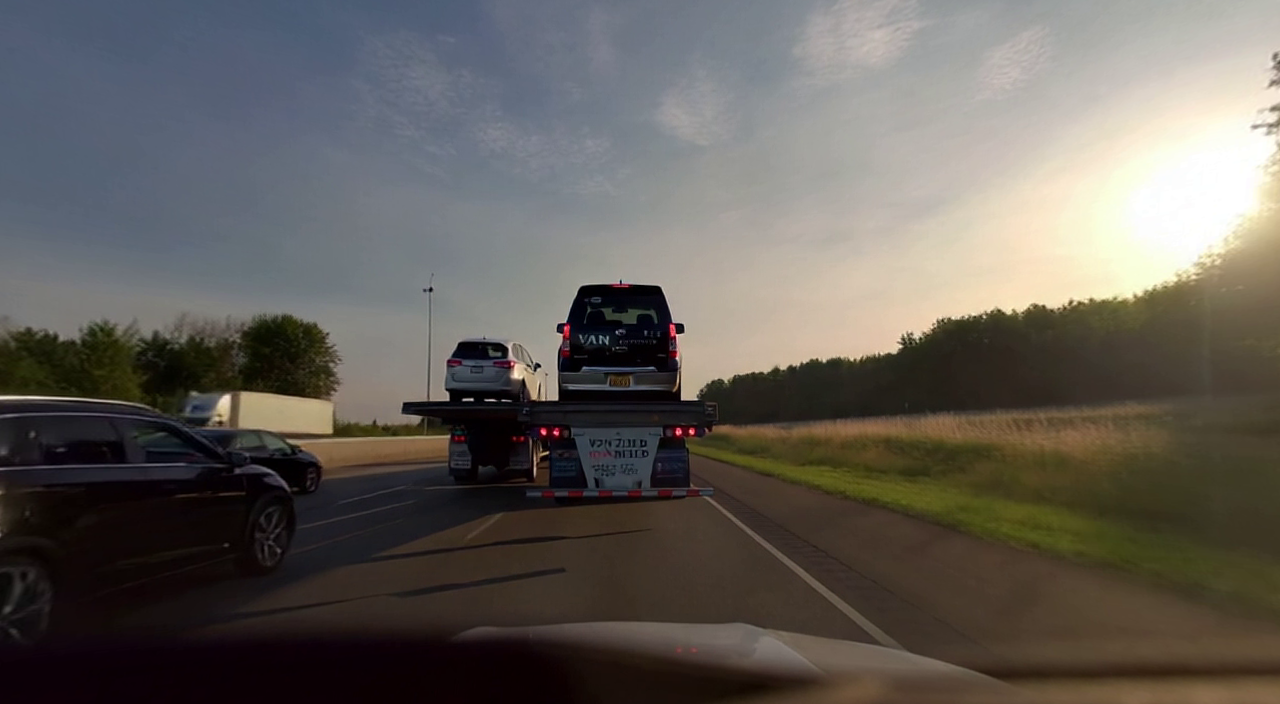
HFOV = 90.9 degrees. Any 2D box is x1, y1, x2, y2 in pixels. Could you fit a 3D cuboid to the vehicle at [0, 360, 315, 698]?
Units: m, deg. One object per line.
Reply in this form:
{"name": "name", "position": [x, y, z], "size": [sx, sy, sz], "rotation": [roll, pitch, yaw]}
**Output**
{"name": "vehicle", "position": [-4.186, 1.012, 4.115], "size": [1.914, 1.675, 4.331], "rotation": [0, -7, -2]}

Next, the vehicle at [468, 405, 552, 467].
{"name": "vehicle", "position": [-4.706, 3.086, 23.443], "size": [2.258, 1.970, 4.402], "rotation": [-2, -7, -2]}

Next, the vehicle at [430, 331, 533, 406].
{"name": "vehicle", "position": [-4.641, 0.629, 19.234], "size": [2.118, 1.799, 4.591], "rotation": [0, -7, -2]}

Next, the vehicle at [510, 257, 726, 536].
{"name": "vehicle", "position": [-0.448, 1.131, 12.819], "size": [2.738, 3.628, 9.223], "rotation": [0, -7, -2]}
